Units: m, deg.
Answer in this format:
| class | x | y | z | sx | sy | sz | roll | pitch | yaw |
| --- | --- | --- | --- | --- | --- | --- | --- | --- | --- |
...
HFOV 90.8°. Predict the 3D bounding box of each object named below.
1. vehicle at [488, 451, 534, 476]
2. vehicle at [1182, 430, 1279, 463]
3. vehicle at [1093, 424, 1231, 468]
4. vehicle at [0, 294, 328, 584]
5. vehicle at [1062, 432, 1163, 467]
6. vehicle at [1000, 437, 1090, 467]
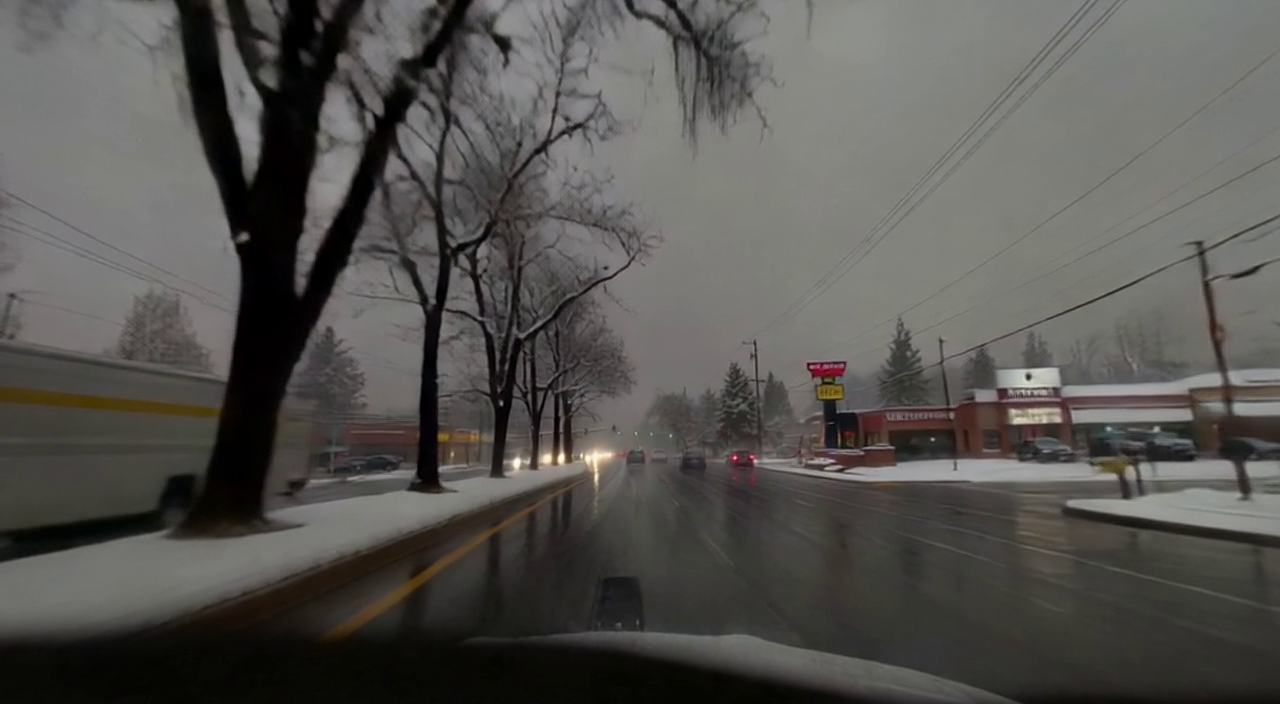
| class | x | y | z | sx | sy | sz | roll | pitch | yaw |
| --- | --- | --- | --- | --- | --- | --- | --- | --- | --- |
| vehicle | -8.692 | 7.556 | 42.993 | 2.043 | 1.536 | 4.682 | 0 | -9 | 1 |
| vehicle | 34.338 | 5.446 | 36.199 | 2.220 | 1.723 | 4.883 | 0 | -9 | 1 |
| vehicle | 28.568 | 5.172 | 34.975 | 2.346 | 2.093 | 6.071 | -2 | -8 | -1 |
| vehicle | -8.686 | 1.150 | 8.173 | 3.241 | 3.133 | 12.822 | 1 | -9 | -2 |
| vehicle | 25.530 | 5.294 | 34.357 | 2.012 | 1.772 | 4.458 | 0 | -9 | 0 |
| vehicle | 23.066 | 5.763 | 36.206 | 2.113 | 1.582 | 4.559 | 0 | -9 | 0 |
